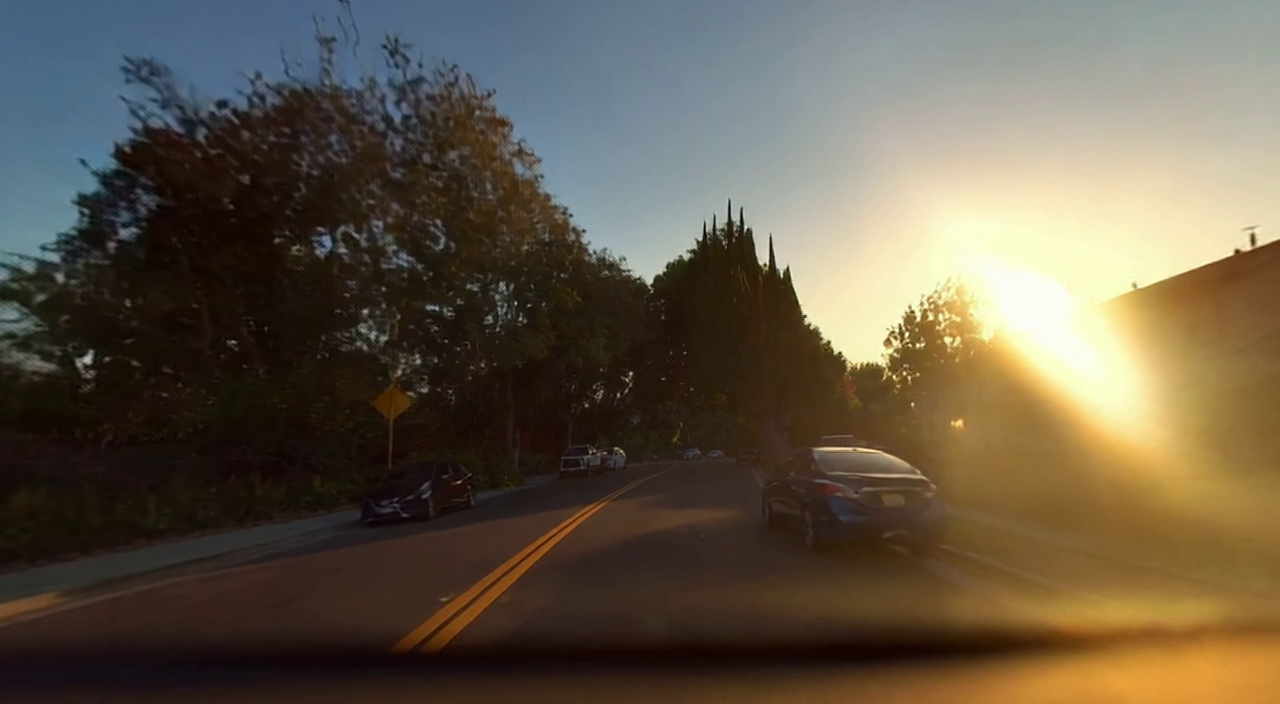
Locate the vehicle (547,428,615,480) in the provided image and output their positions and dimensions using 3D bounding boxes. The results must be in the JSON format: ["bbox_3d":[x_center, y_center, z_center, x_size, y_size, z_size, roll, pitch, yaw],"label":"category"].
[{"bbox_3d":[-3.184,5.913,35.738,2.334,2.126,6.444,-6,-15,7],"label":"vehicle"}]

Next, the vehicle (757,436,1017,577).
[{"bbox_3d":[3.018,1.958,8.852,1.972,1.460,4.137,-1,-8,0],"label":"vehicle"}]

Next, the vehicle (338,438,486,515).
[{"bbox_3d":[-5.455,3.233,15.815,2.005,1.557,4.172,-3,-15,2],"label":"vehicle"}]
